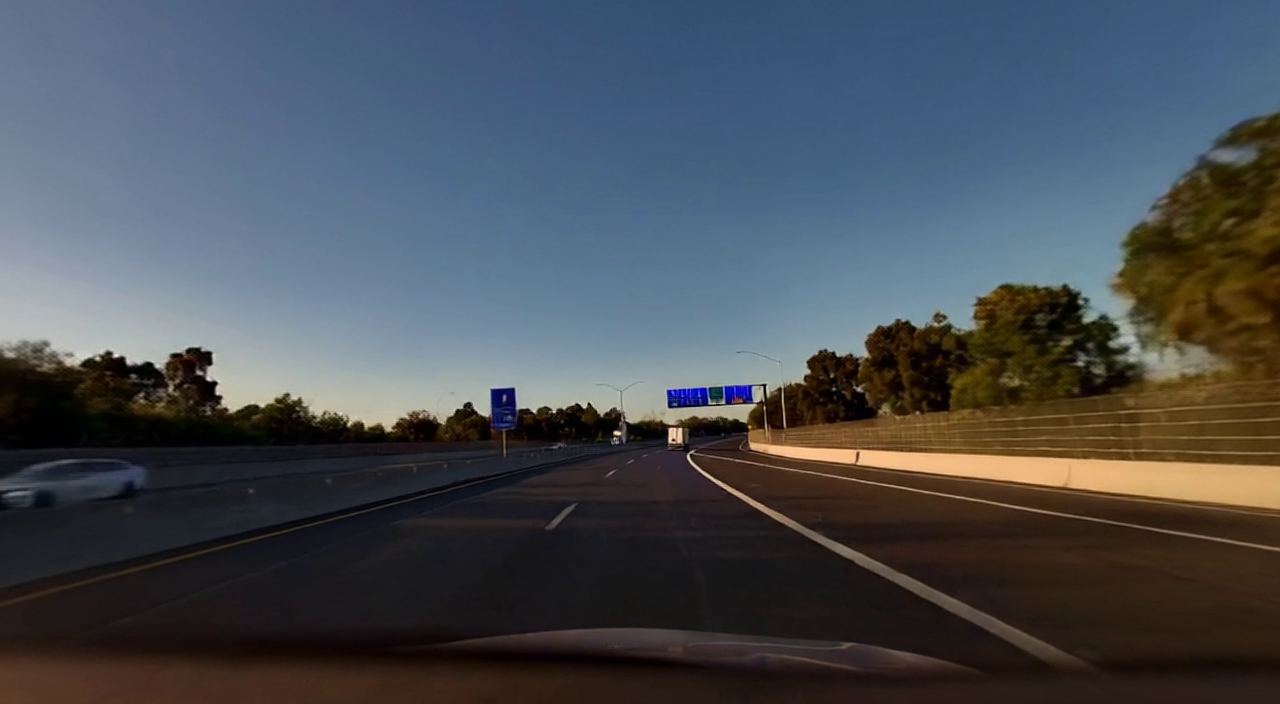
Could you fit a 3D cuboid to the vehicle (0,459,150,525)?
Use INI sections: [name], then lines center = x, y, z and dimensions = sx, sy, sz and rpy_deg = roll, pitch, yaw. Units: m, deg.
[vehicle]
center = -15.752, 3.692, 17.018
dimensions = 1.938, 1.469, 3.725
rpy_deg = -1, -8, 0
